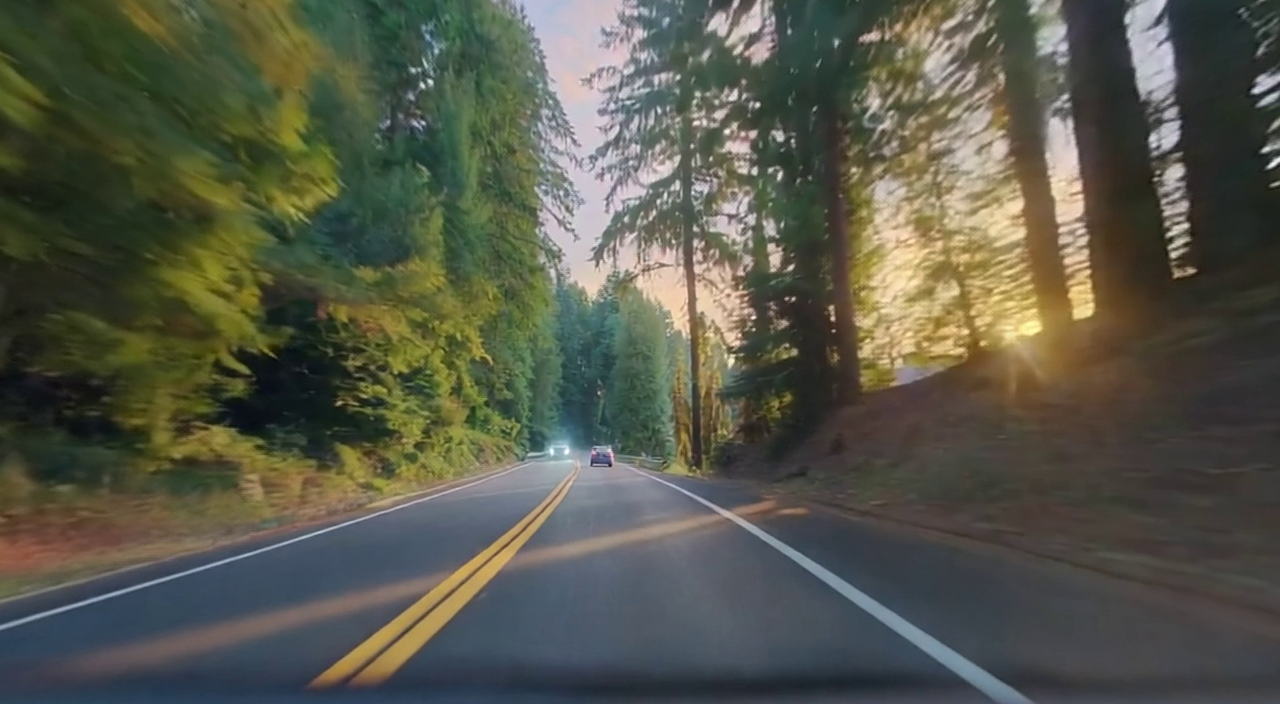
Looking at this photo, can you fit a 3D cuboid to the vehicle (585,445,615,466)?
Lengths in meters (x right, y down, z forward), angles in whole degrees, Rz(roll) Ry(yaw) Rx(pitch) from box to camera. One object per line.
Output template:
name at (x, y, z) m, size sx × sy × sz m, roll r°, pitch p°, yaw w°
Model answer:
vehicle at (-3.103, 7.831, 47.762) m, size 2.120 × 1.491 × 4.349 m, roll 0°, pitch -9°, yaw -5°
